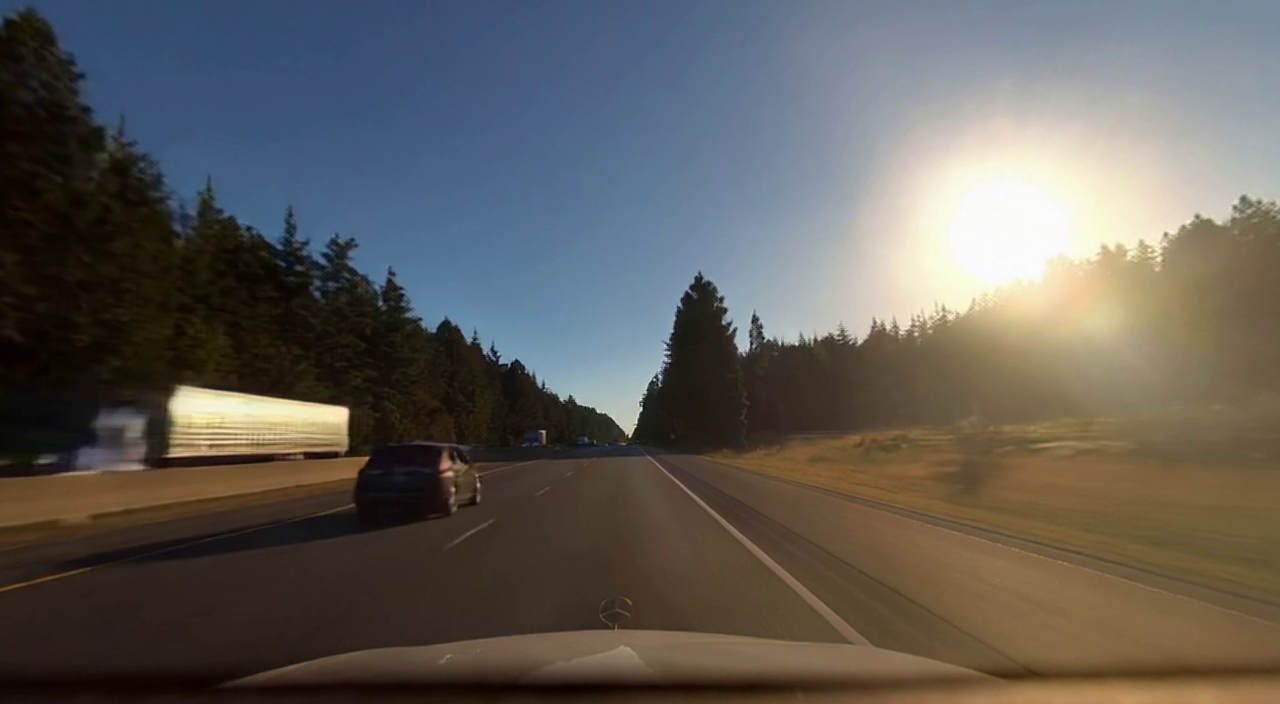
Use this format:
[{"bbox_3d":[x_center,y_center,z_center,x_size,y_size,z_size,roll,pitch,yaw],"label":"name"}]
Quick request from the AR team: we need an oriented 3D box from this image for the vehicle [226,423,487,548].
[{"bbox_3d":[-4.265,2.077,10.607,2.202,1.587,4.754,0,-8,0],"label":"vehicle"}]

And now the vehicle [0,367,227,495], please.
[{"bbox_3d":[-17.772,2.749,21.714,2.950,3.801,5.860,0,-8,-1],"label":"vehicle"}]
